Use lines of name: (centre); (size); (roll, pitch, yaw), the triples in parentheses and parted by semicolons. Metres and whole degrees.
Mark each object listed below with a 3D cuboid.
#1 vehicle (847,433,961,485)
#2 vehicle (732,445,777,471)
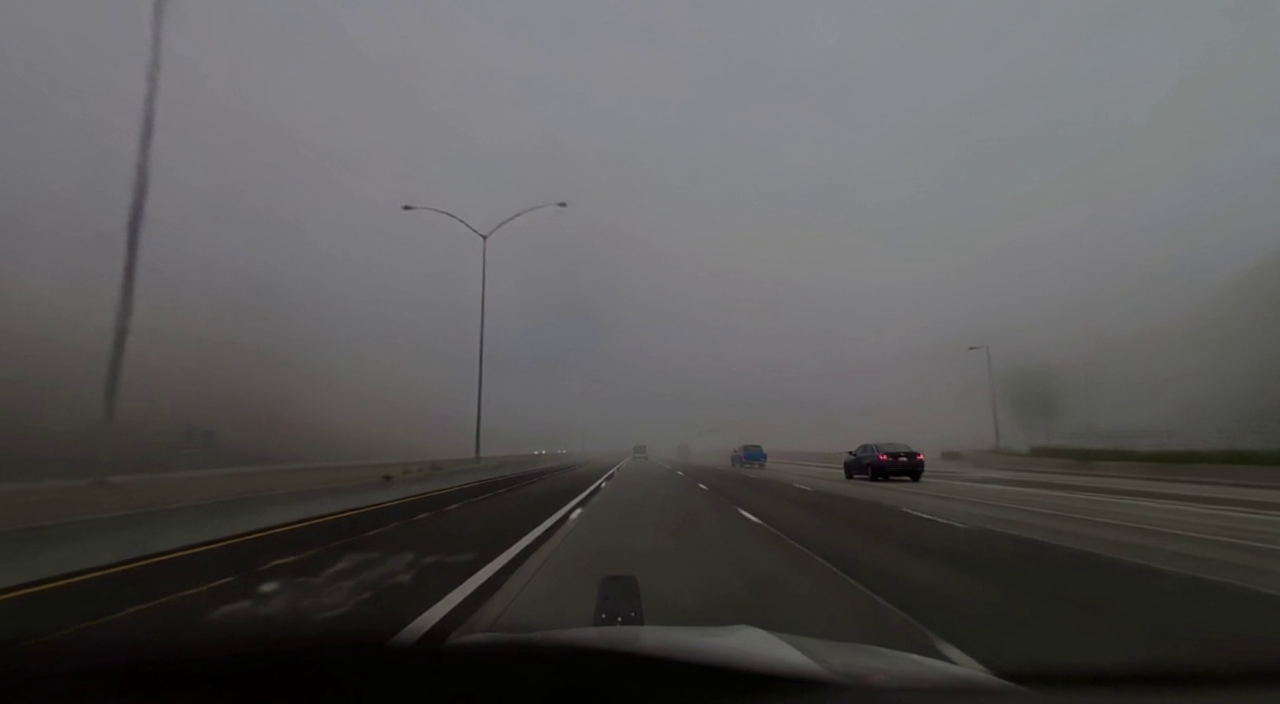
vehicle: (10.961, 4.507, 26.738); (2.387, 1.936, 5.646); (0, -9, 0)
vehicle: (7.346, 6.867, 40.974); (2.053, 1.553, 4.463); (0, -9, -1)
